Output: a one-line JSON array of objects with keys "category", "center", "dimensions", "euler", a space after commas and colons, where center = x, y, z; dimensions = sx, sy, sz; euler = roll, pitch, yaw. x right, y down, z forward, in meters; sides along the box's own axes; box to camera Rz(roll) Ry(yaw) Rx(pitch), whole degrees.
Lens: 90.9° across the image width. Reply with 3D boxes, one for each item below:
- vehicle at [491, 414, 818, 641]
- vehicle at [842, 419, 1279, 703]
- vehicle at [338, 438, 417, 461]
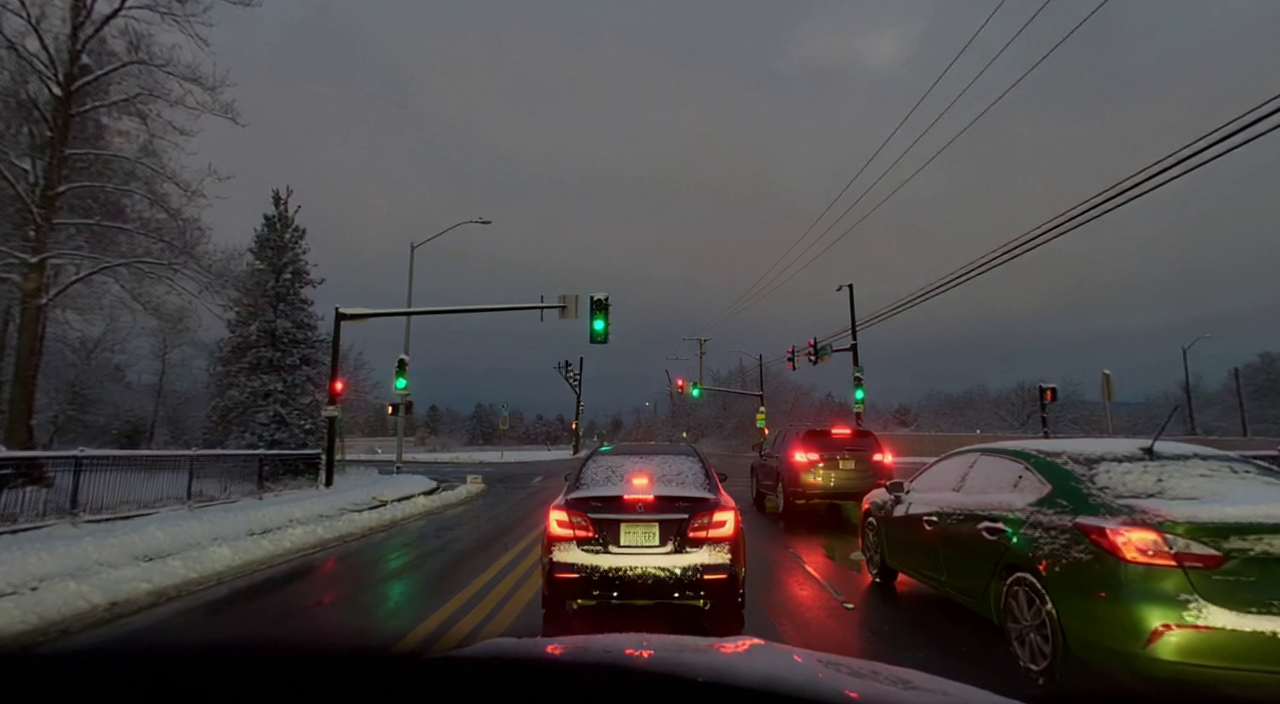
[{"category": "vehicle", "center": [0.065, 1.489, 6.449], "dimensions": [2.170, 1.497, 4.369], "euler": [0, -8, -1]}, {"category": "vehicle", "center": [3.084, 1.249, 4.143], "dimensions": [2.027, 1.432, 4.431], "euler": [0, -8, 0]}, {"category": "vehicle", "center": [-17.236, 6.407, 41.468], "dimensions": [4.406, 1.458, 1.892], "euler": [-1, -8, 7]}]
